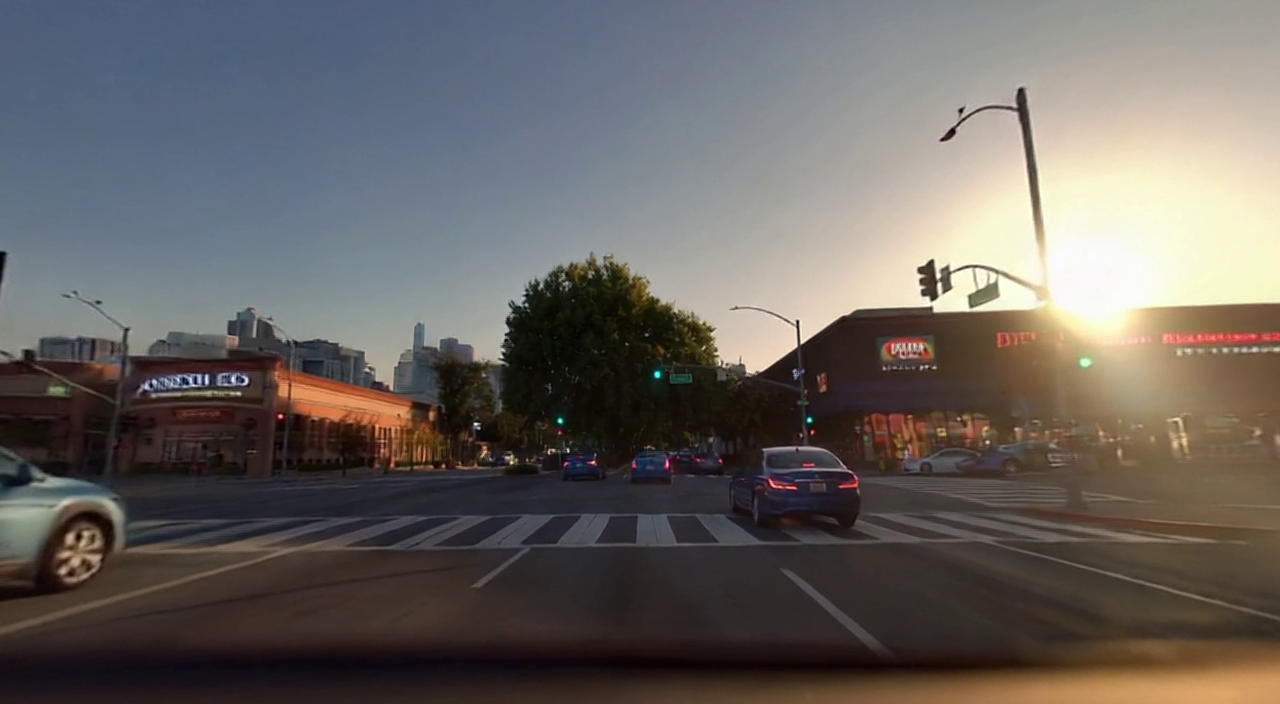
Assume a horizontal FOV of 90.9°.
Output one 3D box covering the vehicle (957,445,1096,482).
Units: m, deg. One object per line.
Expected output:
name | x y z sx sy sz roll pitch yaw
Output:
vehicle | 15.758 4.564 25.877 4.481 1.427 1.830 0 -8 -1

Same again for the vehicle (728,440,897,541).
vehicle | 2.921 2.421 11.726 1.946 1.513 4.133 0 -8 0

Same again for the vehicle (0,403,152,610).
vehicle | -6.668 1.277 4.964 2.058 1.804 4.391 0 -8 0

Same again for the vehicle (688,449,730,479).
vehicle | 3.942 6.445 36.446 1.931 1.552 4.125 0 -8 0

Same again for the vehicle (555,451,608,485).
vehicle | -2.800 5.699 31.232 2.040 1.471 4.211 -1 -8 2

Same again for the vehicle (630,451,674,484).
vehicle | 0.579 5.696 31.359 2.070 1.460 4.118 0 -8 0
